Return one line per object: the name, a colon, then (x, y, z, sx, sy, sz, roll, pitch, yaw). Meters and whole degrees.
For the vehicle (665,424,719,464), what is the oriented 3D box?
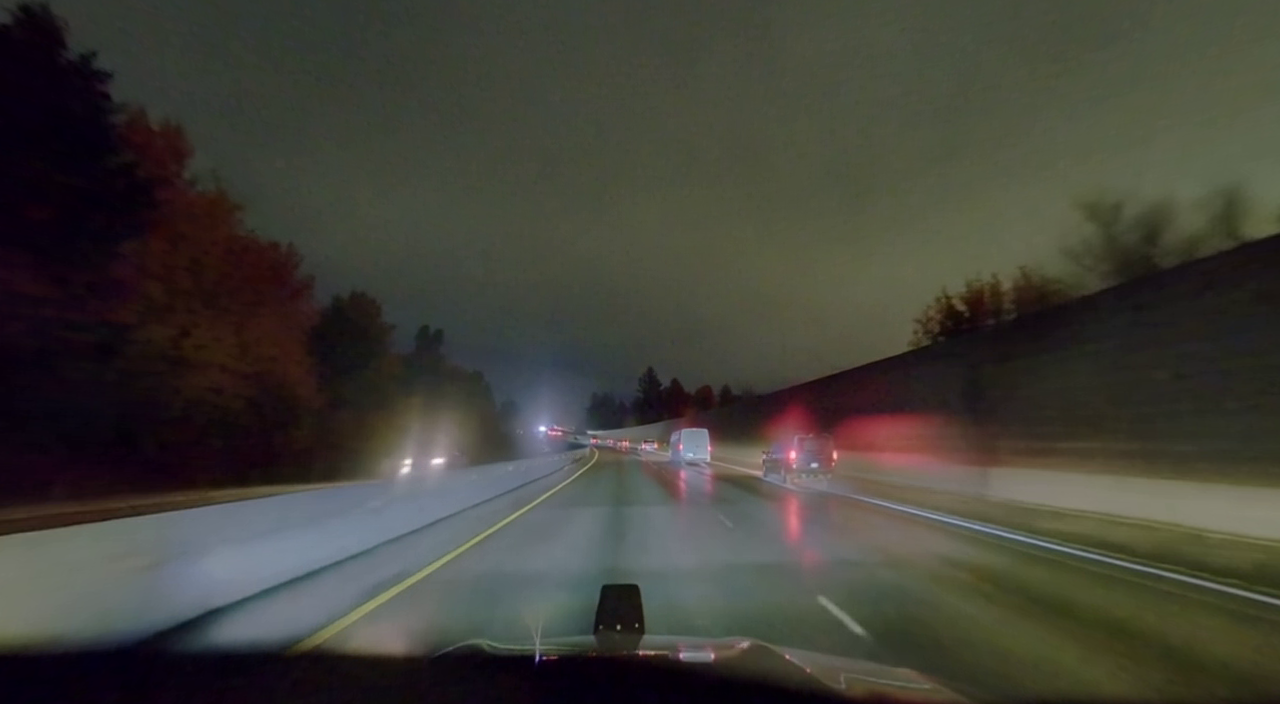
vehicle: (2.849, 5.229, 35.753, 2.393, 2.072, 4.958, 1, -8, -3)
